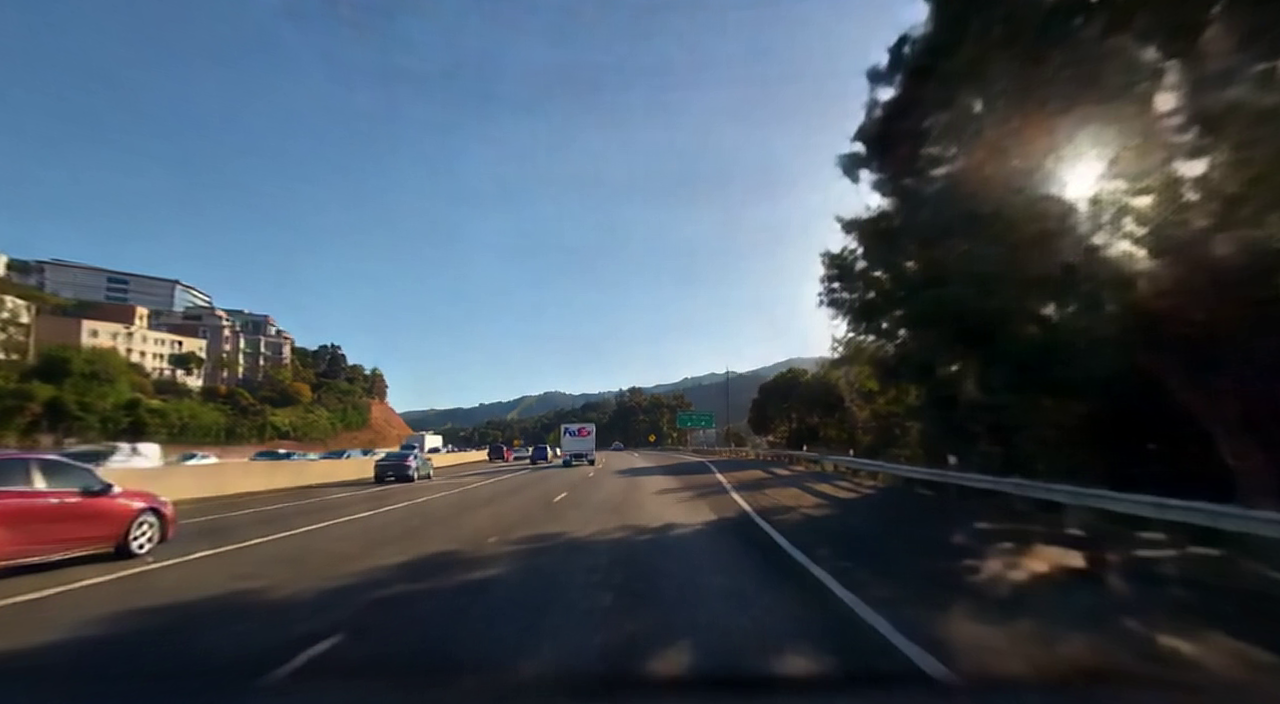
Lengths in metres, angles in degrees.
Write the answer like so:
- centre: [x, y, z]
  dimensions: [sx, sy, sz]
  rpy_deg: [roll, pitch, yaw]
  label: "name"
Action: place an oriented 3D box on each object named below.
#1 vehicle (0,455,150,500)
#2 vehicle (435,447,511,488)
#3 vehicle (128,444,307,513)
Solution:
- centre: [-21.443, 4.710, 24.141]
  dimensions: [1.845, 1.464, 4.386]
  rpy_deg: [0, -8, 0]
  label: "vehicle"
- centre: [-7.789, 5.423, 29.929]
  dimensions: [2.294, 1.710, 4.436]
  rpy_deg: [1, -8, 1]
  label: "vehicle"
- centre: [-11.645, 3.449, 17.857]
  dimensions: [1.931, 1.692, 4.443]
  rpy_deg: [0, -8, 1]
  label: "vehicle"
